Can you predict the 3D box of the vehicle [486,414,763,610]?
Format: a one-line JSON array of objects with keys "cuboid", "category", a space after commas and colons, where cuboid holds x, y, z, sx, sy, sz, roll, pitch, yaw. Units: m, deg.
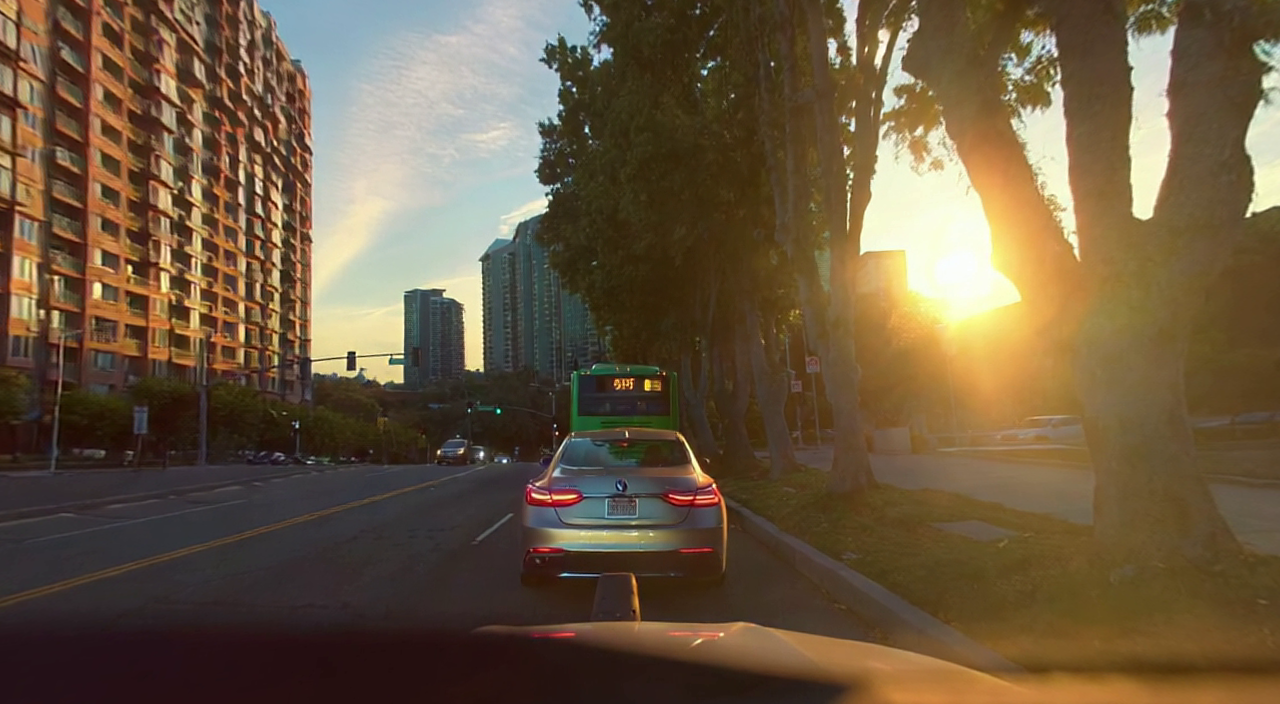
[{"cuboid": [-0.155, 1.461, 6.737, 2.064, 1.452, 3.942, 0, -8, -1], "category": "vehicle"}]
